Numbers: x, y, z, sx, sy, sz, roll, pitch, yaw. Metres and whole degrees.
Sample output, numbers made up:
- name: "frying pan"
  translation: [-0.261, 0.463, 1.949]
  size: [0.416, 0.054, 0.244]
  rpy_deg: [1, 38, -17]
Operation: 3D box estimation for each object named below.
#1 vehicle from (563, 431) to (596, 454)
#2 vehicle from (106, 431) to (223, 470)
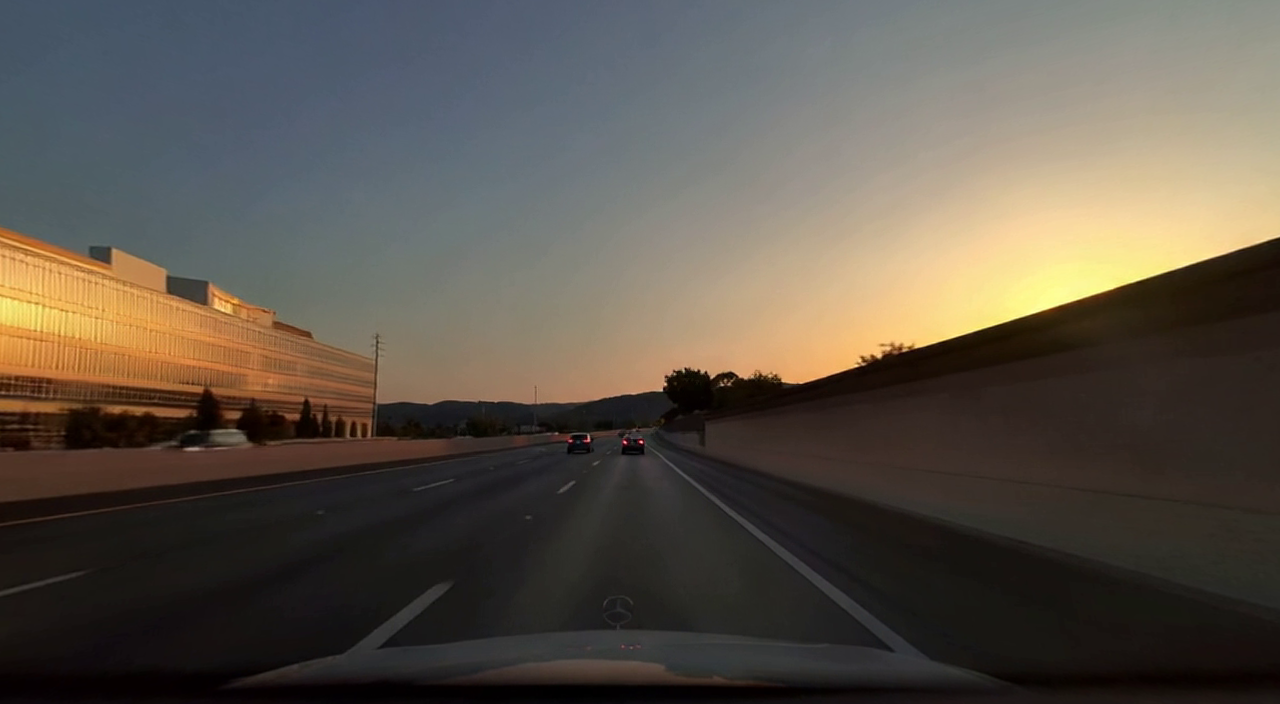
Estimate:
- name: "vehicle"
  translation: [-4.577, 6.953, 48.357]
  size: [2.036, 1.612, 4.510]
  rpy_deg: [0, -8, 1]
- name: "vehicle"
  translation: [-20.719, 4.296, 27.644]
  size: [1.826, 1.549, 4.219]
  rpy_deg: [0, -8, 0]
